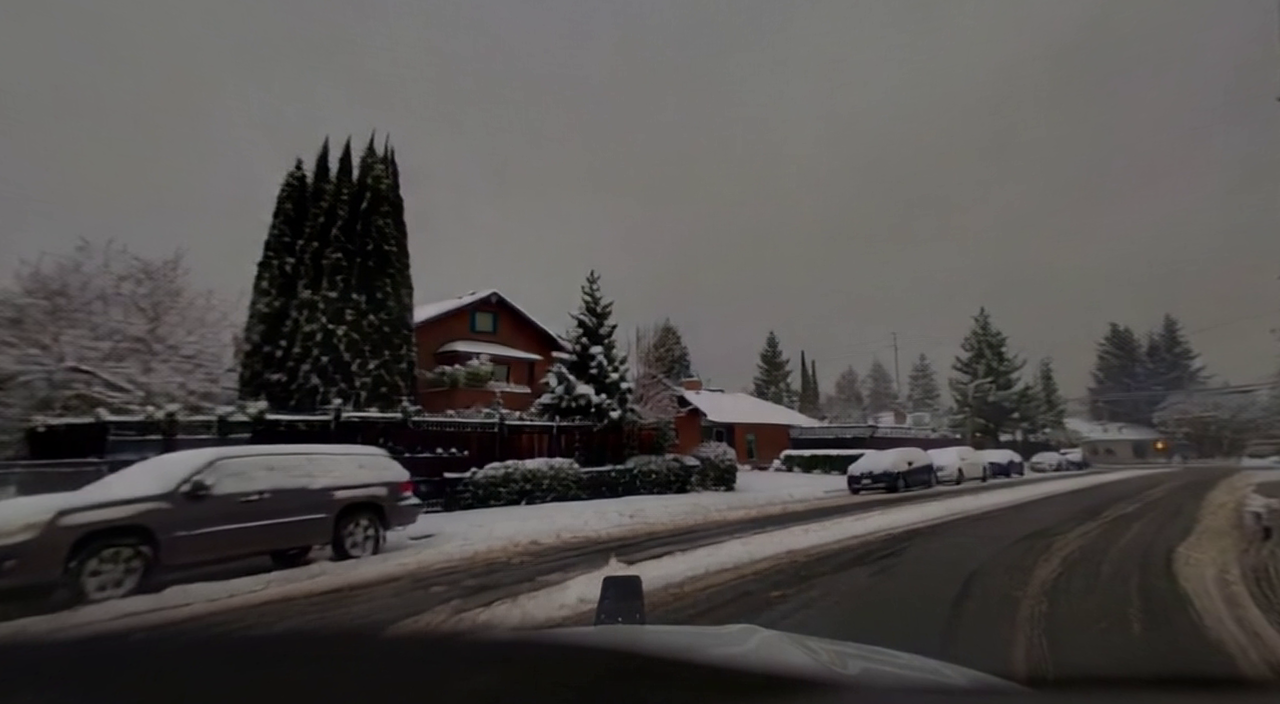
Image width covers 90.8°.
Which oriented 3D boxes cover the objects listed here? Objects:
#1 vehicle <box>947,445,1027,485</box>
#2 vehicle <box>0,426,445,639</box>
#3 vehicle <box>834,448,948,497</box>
[{"bbox_3d":[16.010,5.141,29.051,4.221,1.673,1.918,8,-12,-44],"label":"vehicle"},{"bbox_3d":[-4.532,1.674,7.042,2.082,1.547,4.217,-5,-10,28],"label":"vehicle"},{"bbox_3d":[8.733,4.057,21.745,1.930,1.478,4.731,-8,-12,43],"label":"vehicle"}]
